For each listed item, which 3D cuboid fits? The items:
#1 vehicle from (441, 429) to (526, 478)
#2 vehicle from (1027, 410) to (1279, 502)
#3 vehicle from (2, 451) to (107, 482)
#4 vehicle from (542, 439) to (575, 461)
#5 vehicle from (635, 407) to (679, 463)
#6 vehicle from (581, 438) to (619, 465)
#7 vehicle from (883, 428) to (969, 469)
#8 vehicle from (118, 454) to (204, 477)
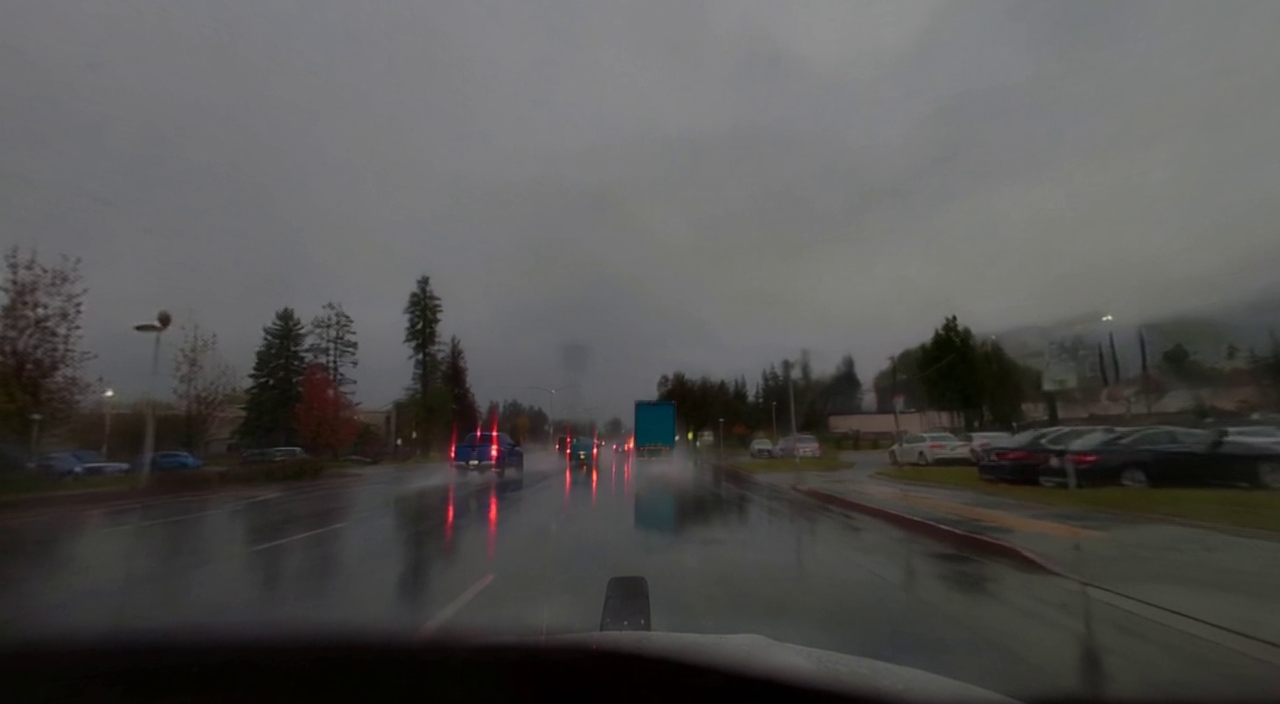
[{"bbox_3d":[-6.592,4.342,27.228,2.149,1.893,5.187,-1,-8,2],"label":"vehicle"},{"bbox_3d":[10.364,1.992,12.250,4.346,1.595,1.964,0,-8,0],"label":"vehicle"},{"bbox_3d":[-33.904,6.622,36.545,4.122,1.721,2.020,-1,-8,3],"label":"vehicle"},{"bbox_3d":[-6.379,7.733,49.811,1.908,1.616,4.089,-1,-8,2],"label":"vehicle"},{"bbox_3d":[1.167,6.061,45.667,2.905,3.644,8.441,0,-8,1],"label":"vehicle"},{"bbox_3d":[-2.648,6.694,42.592,2.114,1.663,4.381,-1,-8,2],"label":"vehicle"},{"bbox_3d":[12.582,4.277,28.071,1.880,1.642,4.523,-1,-8,2],"label":"vehicle"},{"bbox_3d":[-33.659,7.964,44.334,4.409,1.480,2.092,-1,-8,3],"label":"vehicle"}]
